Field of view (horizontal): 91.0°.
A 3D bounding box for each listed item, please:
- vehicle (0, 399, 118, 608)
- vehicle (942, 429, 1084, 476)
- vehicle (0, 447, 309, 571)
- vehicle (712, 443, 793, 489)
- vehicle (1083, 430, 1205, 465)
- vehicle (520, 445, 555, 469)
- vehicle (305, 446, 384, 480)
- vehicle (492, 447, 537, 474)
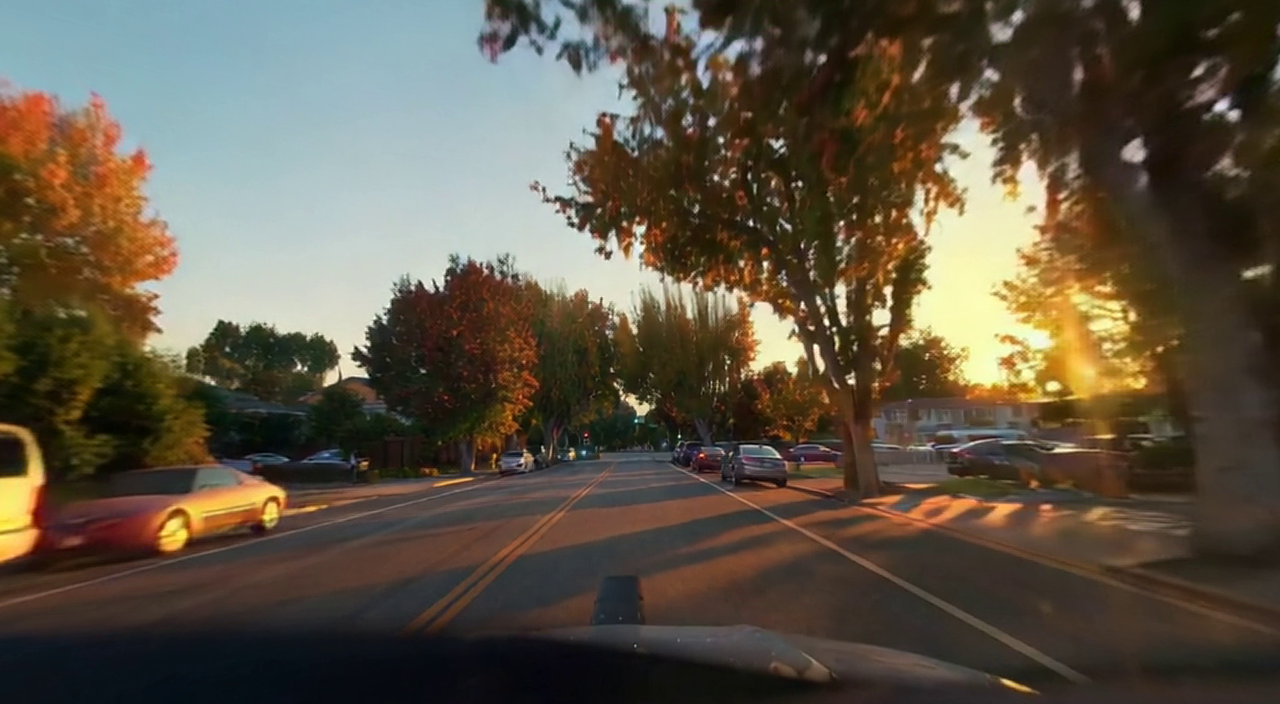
[{"bbox_3d":[-7.377,1.191,4.267,2.613,1.959,5.843,0,-8,0],"label":"vehicle"},{"bbox_3d":[12.646,3.423,21.482,3.731,1.491,1.678,0,-8,-1],"label":"vehicle"},{"bbox_3d":[-7.275,2.269,9.959,1.917,1.505,4.087,0,-8,-2],"label":"vehicle"},{"bbox_3d":[3.904,4.048,22.763,2.005,1.466,4.767,0,-8,0],"label":"vehicle"},{"bbox_3d":[25.369,4.833,31.825,4.196,1.609,2.157,-1,-9,2],"label":"vehicle"},{"bbox_3d":[-7.697,7.873,47.450,1.994,1.718,4.518,0,-8,-2],"label":"vehicle"},{"bbox_3d":[-14.359,5.397,30.863,1.921,1.518,3.799,-1,-8,2],"label":"vehicle"},{"bbox_3d":[-7.717,6.666,38.886,1.976,1.554,3.654,-1,-8,1],"label":"vehicle"}]
